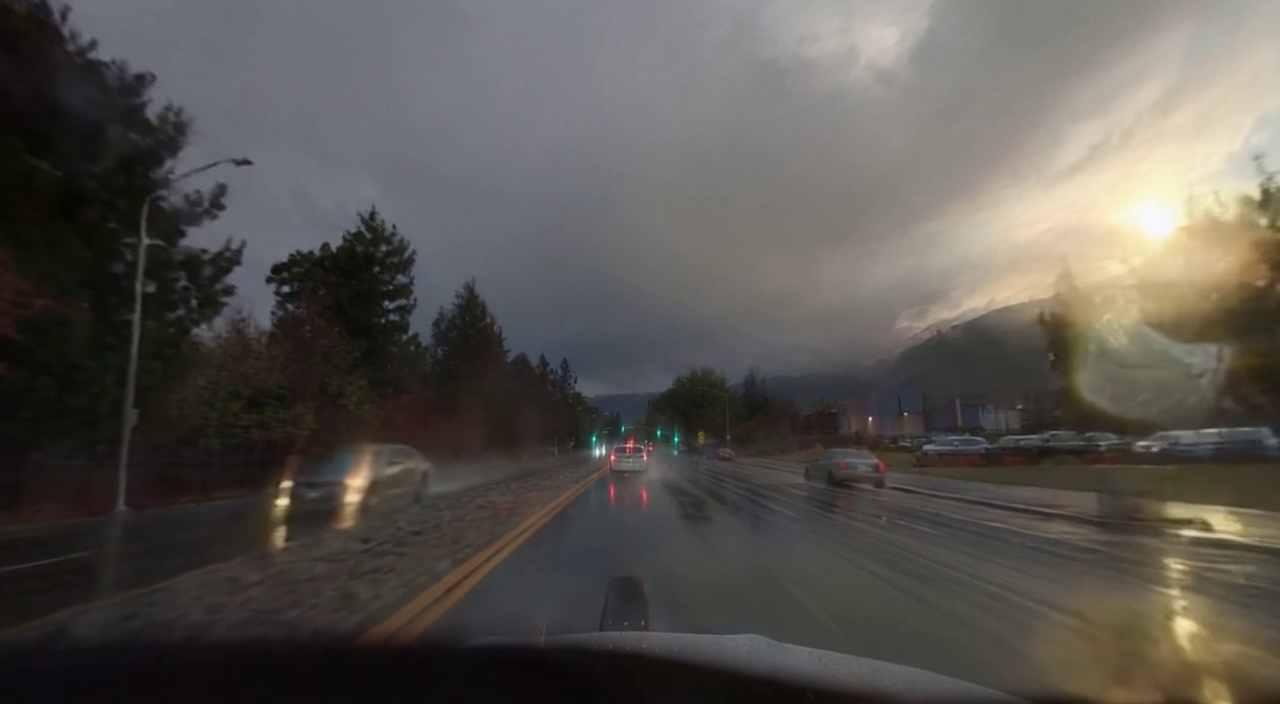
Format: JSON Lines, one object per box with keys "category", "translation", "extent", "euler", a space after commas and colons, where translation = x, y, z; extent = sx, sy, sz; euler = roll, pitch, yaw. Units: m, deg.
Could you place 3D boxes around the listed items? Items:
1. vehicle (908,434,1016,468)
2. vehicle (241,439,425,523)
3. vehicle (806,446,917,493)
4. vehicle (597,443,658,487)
{"category": "vehicle", "translation": [17.711, 5.429, 34.675], "extent": [5.100, 1.770, 2.269], "euler": [3, -9, -18]}
{"category": "vehicle", "translation": [-6.865, 2.898, 14.758], "extent": [2.083, 1.646, 4.293], "euler": [0, -9, 0]}
{"category": "vehicle", "translation": [7.637, 4.078, 22.324], "extent": [2.131, 1.474, 4.752], "euler": [1, -9, -1]}
{"category": "vehicle", "translation": [-0.434, 4.160, 23.626], "extent": [2.099, 1.470, 4.302], "euler": [0, -9, 0]}
